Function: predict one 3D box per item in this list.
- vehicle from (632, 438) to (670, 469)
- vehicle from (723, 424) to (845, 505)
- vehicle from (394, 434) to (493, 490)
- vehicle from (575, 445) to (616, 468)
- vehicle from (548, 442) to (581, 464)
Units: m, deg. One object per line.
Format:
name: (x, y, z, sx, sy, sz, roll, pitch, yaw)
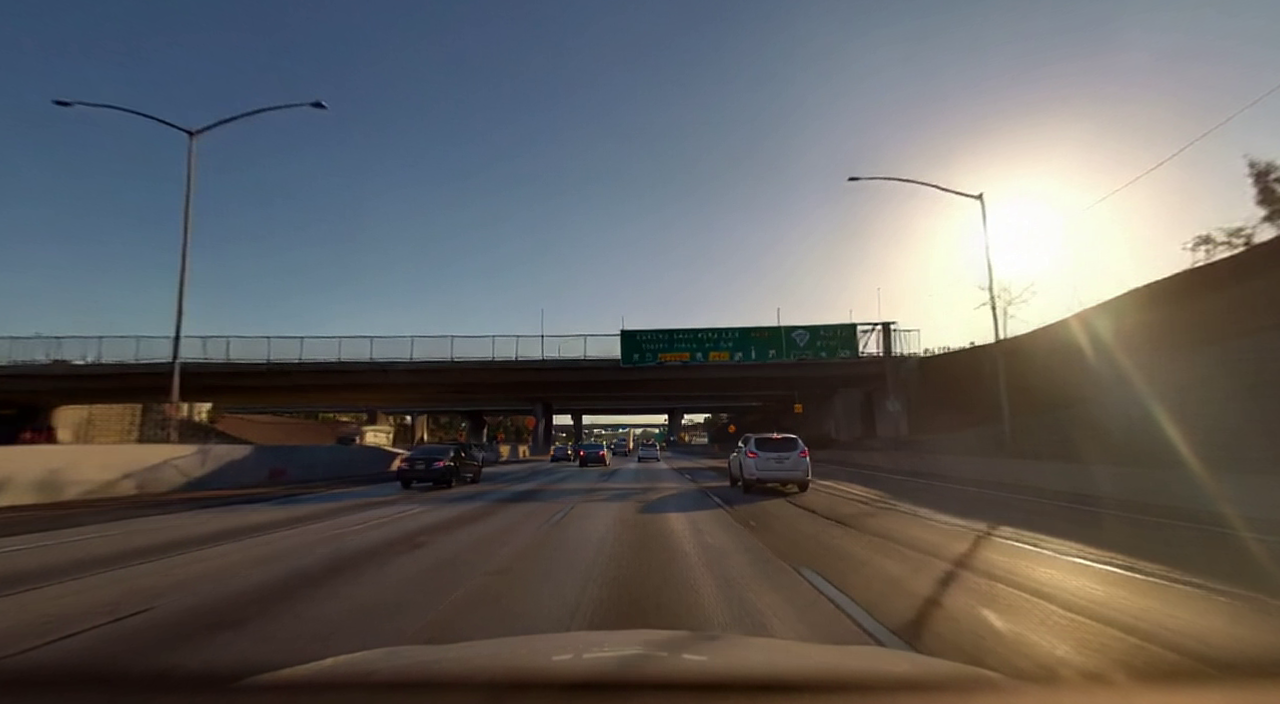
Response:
vehicle: (0.668, 6.048, 37.759, 2.133, 1.739, 3.925, 0, -8, 2)
vehicle: (3.574, 2.894, 16.684, 2.083, 1.823, 4.627, 0, -8, -1)
vehicle: (-6.463, 3.634, 21.240, 1.946, 1.688, 4.019, 0, -8, 1)
vehicle: (-2.767, 6.701, 40.585, 2.205, 1.406, 4.286, 0, -8, 2)
vehicle: (-5.853, 7.905, 49.385, 1.992, 1.604, 3.966, 0, -8, 1)
